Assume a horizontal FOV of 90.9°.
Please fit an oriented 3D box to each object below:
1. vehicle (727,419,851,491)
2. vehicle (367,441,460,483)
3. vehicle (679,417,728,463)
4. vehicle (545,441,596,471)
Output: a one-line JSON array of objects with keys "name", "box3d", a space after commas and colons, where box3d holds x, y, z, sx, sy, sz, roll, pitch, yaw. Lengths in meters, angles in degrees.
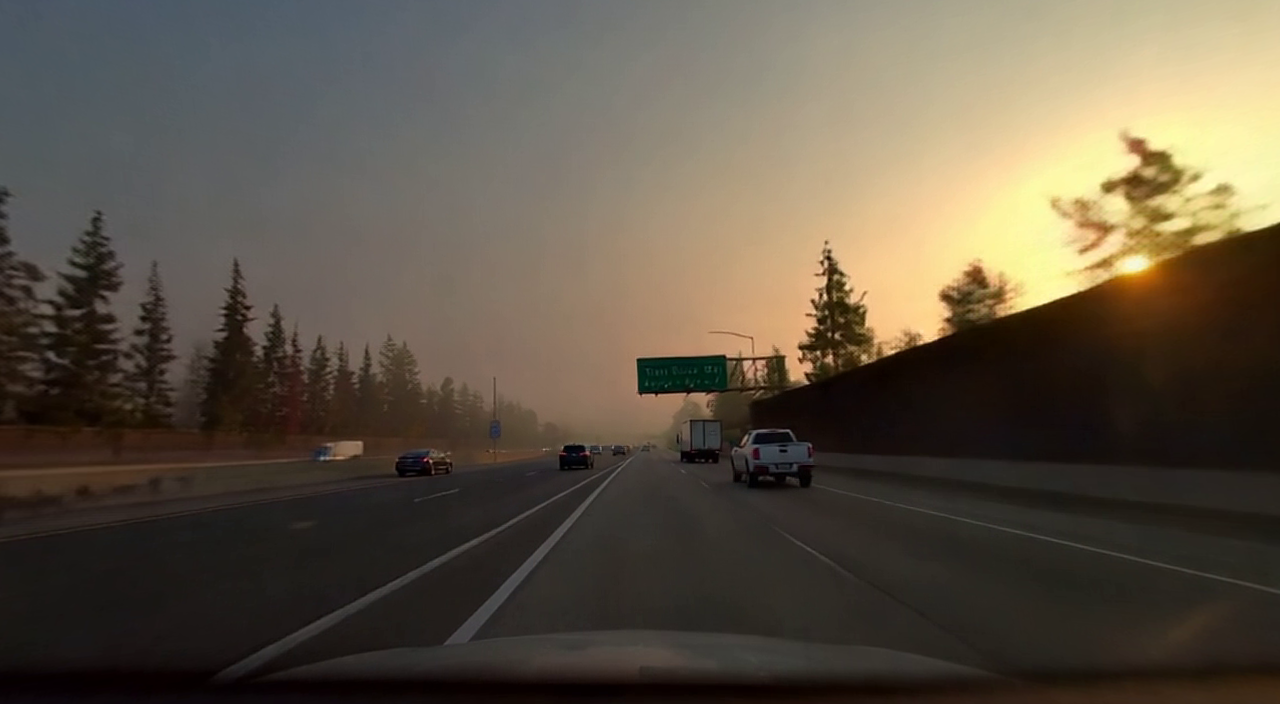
[{"name": "vehicle", "box3d": [4.497, 3.292, 20.441, 2.355, 1.930, 6.633, 0, -8, -1]}, {"name": "vehicle", "box3d": [-8.682, 4.217, 24.625, 1.899, 1.465, 4.589, 0, -8, 0]}, {"name": "vehicle", "box3d": [4.524, 6.464, 46.243, 2.732, 3.052, 7.118, 0, -8, -1]}, {"name": "vehicle", "box3d": [-3.537, 5.374, 32.802, 1.981, 1.473, 4.317, 0, -8, 2]}]
